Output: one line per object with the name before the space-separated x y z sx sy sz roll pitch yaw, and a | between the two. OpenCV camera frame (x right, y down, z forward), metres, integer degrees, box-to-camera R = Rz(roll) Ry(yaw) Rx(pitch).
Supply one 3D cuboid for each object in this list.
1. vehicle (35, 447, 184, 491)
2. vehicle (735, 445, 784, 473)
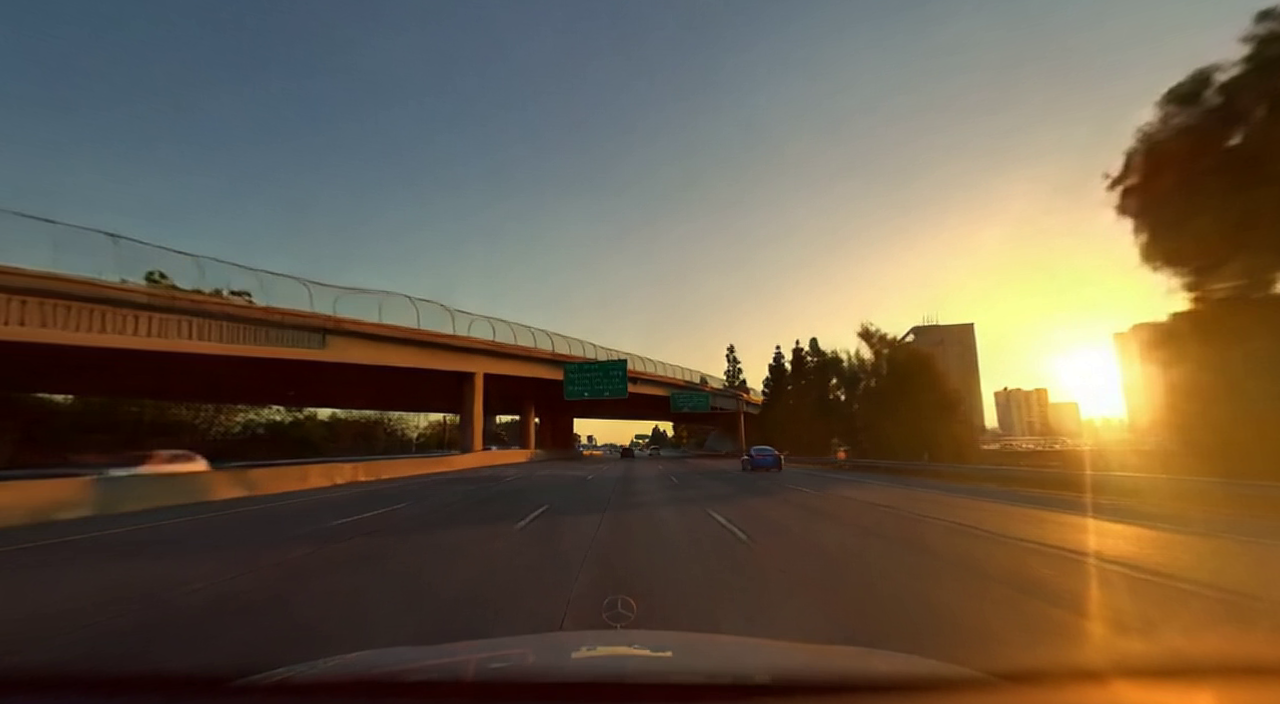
vehicle | -22.378 4.908 26.976 2.102 1.635 4.892 0 -9 0
vehicle | 7.015 6.318 37.516 1.958 1.498 4.447 0 -8 -1
